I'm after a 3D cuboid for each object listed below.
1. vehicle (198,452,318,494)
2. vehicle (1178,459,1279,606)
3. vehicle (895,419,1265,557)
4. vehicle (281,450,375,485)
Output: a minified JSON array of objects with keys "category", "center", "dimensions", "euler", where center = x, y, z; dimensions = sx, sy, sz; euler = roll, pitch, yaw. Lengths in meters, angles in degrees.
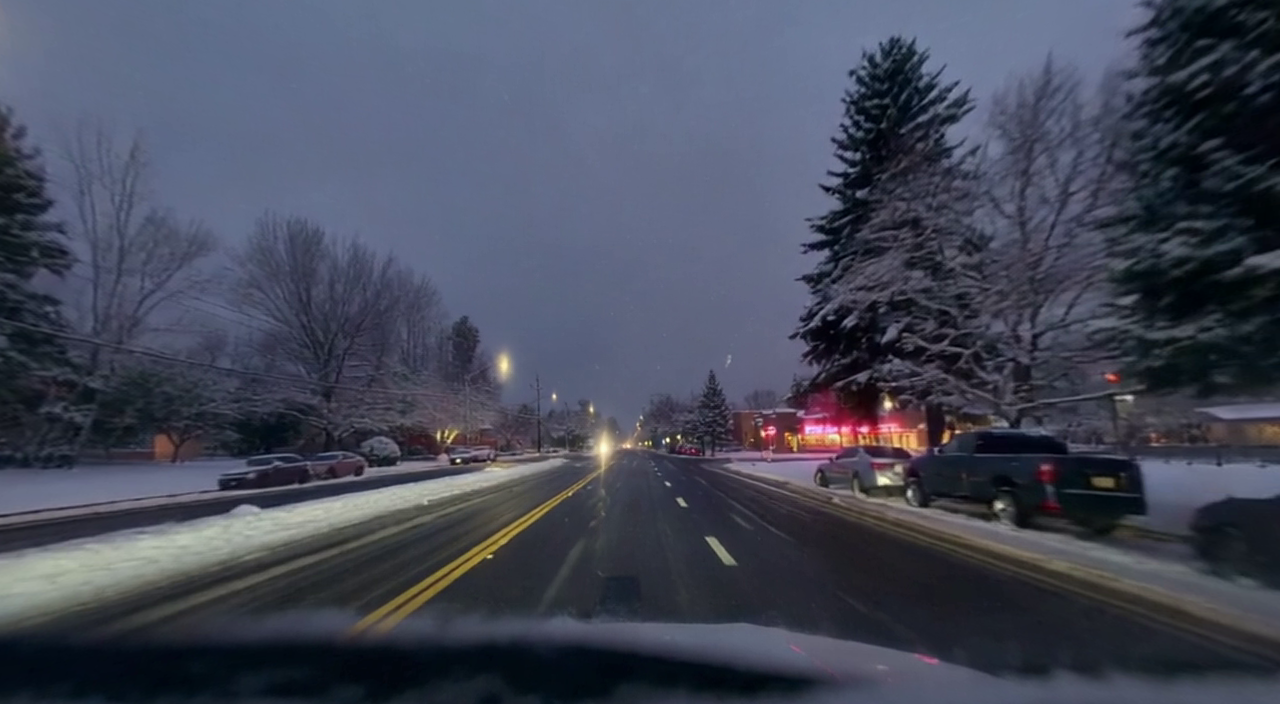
[{"category":"vehicle","center":[-14.852,4.705,24.913],"dimensions":[1.836,1.473,4.413],"euler":[0,-9,2]},{"category":"vehicle","center":[7.314,1.615,5.041],"dimensions":[1.845,1.428,4.668],"euler":[0,-9,-2]},{"category":"vehicle","center":[7.372,2.360,11.891],"dimensions":[2.610,1.915,6.019],"euler":[0,-9,0]},{"category":"vehicle","center":[-14.782,5.476,30.290],"dimensions":[2.124,1.501,4.807],"euler":[0,-9,-1]}]
